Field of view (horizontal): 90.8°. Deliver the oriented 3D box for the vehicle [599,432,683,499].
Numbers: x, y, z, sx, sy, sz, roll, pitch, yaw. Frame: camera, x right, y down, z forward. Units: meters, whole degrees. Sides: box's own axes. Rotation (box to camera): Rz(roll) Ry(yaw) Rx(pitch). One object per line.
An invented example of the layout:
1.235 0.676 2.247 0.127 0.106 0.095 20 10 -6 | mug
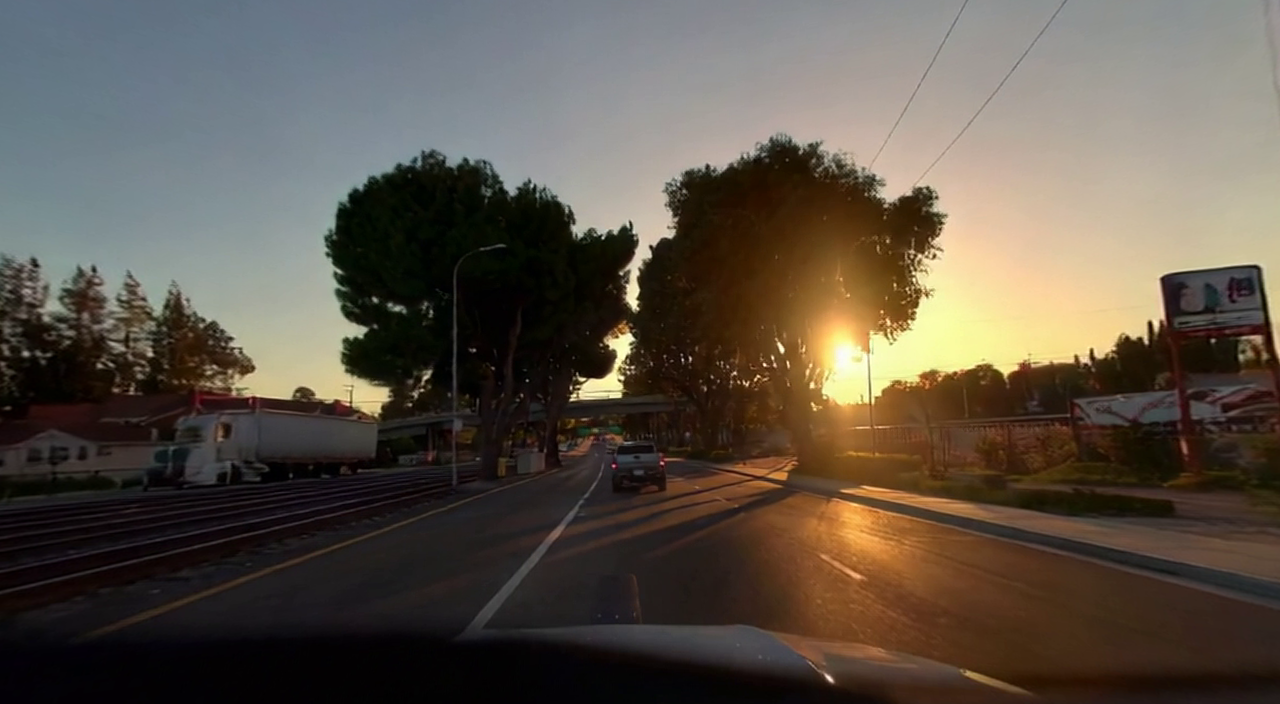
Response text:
0.021 3.698 20.993 2.404 1.926 5.251 0 -9 0 | vehicle
